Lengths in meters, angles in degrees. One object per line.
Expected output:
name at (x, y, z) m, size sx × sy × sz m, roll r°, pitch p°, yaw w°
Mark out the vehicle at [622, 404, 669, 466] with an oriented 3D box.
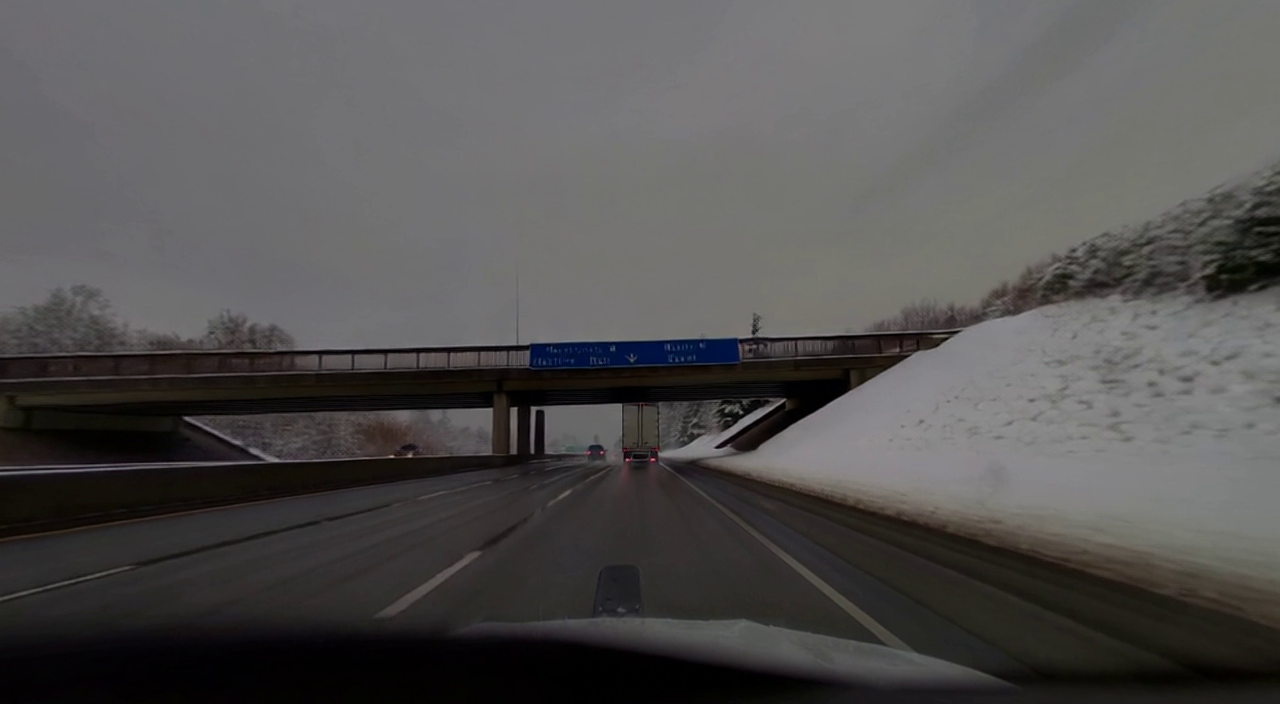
vehicle at (0.307, 6.359, 47.295) m, size 3.033 × 3.985 × 12.383 m, roll 0°, pitch -9°, yaw 0°
